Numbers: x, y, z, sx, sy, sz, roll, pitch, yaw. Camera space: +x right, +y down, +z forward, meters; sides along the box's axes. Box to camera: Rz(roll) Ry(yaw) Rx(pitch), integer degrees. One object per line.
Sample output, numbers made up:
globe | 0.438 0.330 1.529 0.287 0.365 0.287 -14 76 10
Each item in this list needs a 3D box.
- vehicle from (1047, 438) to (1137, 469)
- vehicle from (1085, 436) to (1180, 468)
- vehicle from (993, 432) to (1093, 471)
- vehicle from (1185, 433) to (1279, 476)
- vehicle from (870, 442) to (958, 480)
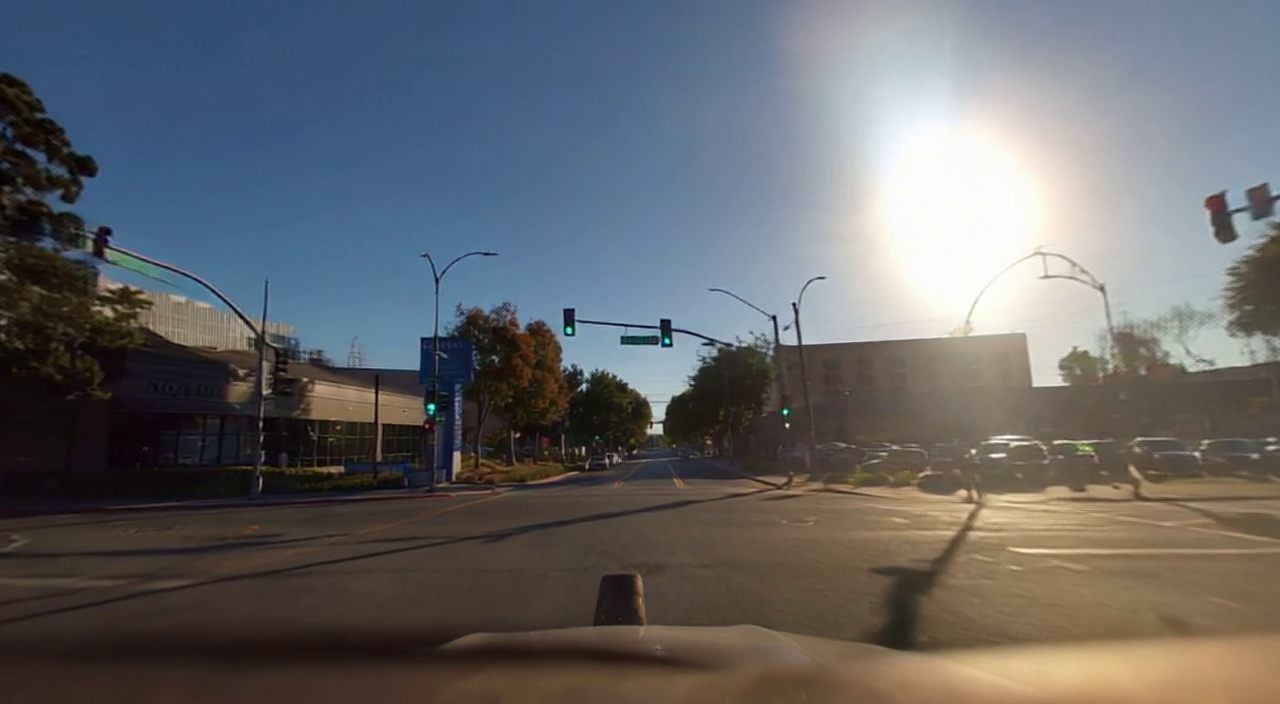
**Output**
vehicle | 22.702 5.095 31.640 1.923 1.463 3.758 -1 -8 5
vehicle | 25.179 5.095 32.208 1.900 1.493 3.910 -1 -8 5
vehicle | 17.654 4.315 27.368 4.522 1.546 1.941 5 -10 -34
vehicle | 21.550 3.561 21.946 1.851 1.388 3.475 -1 -9 3
vehicle | 11.917 4.660 27.159 4.295 1.508 1.955 8 -12 -44
